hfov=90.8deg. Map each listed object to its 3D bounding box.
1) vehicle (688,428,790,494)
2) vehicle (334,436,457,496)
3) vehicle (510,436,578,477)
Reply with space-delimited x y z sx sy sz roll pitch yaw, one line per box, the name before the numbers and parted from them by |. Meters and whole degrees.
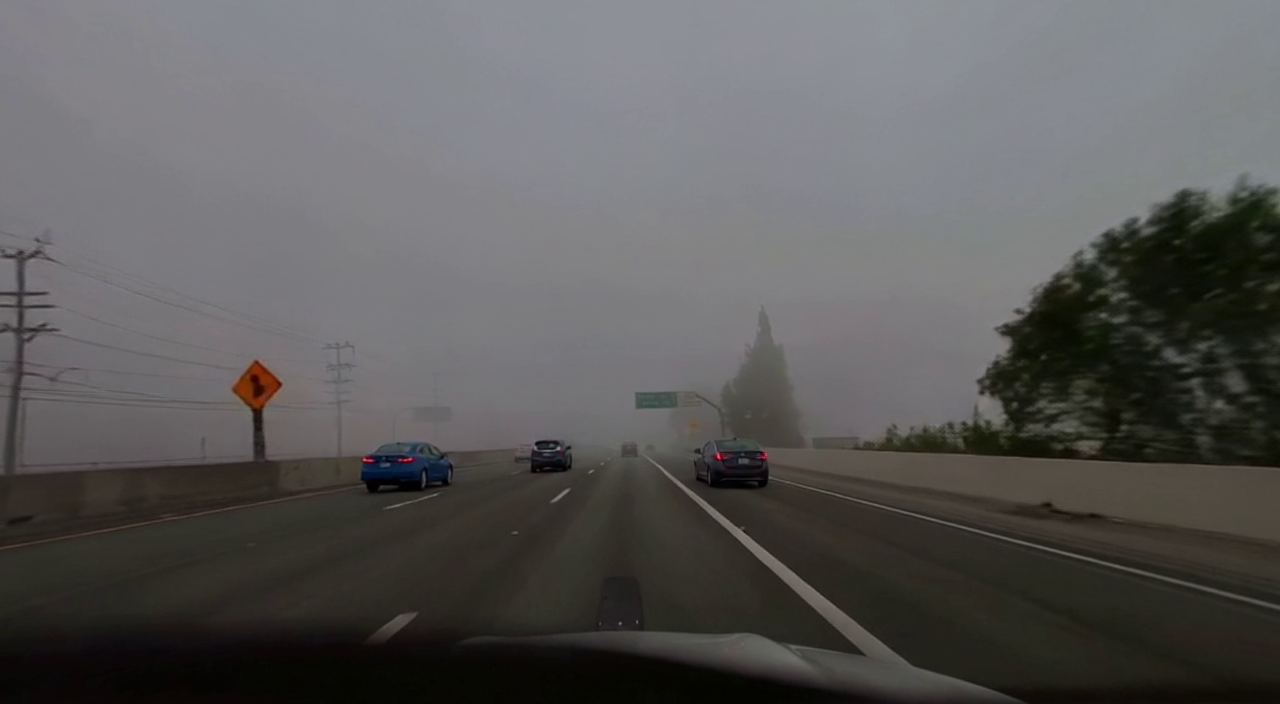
vehicle | 2.689 3.099 18.337 2.100 1.659 4.387 0 -8 -2
vehicle | -6.756 3.179 18.019 1.903 1.482 4.180 0 -8 -1
vehicle | -3.804 4.210 25.758 2.066 1.488 4.377 0 -8 0
